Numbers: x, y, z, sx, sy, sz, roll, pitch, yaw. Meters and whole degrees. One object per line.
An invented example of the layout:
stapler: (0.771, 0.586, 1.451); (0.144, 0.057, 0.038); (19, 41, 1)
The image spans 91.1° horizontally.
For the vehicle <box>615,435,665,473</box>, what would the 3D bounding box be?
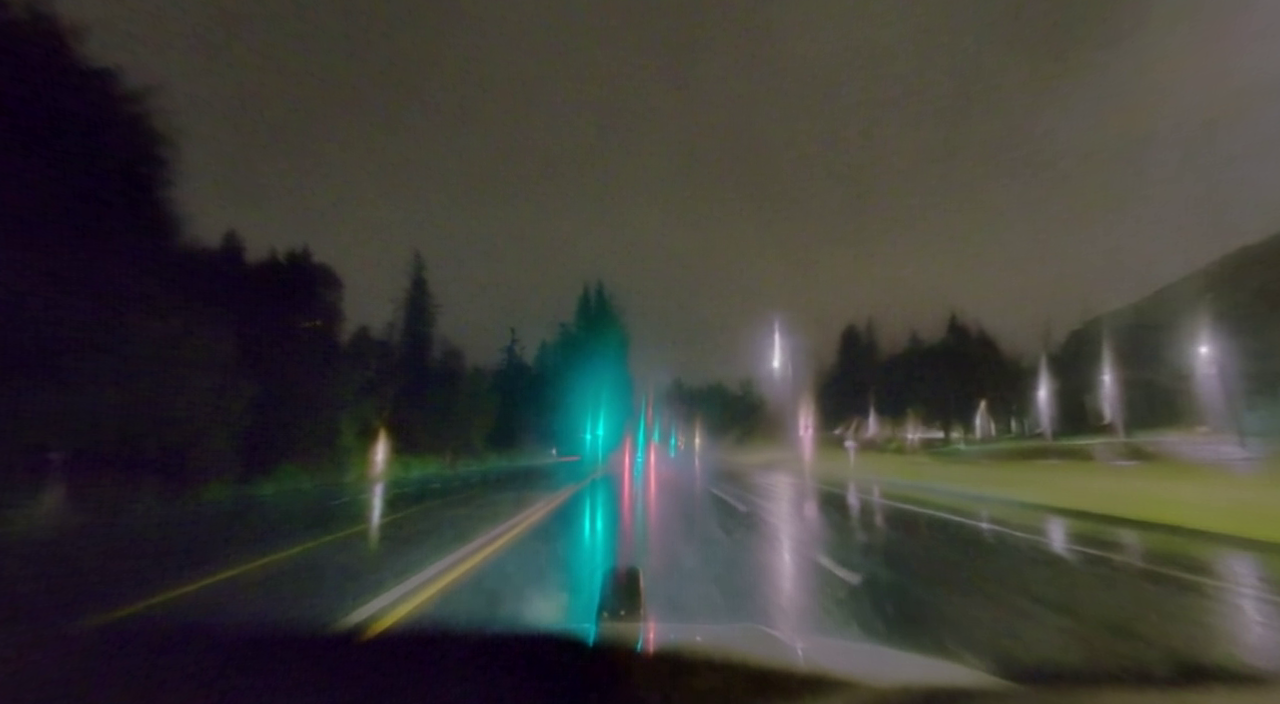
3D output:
vehicle: (0.007, 5.007, 30.956); (2.256, 1.734, 4.176); (0, -9, 0)
